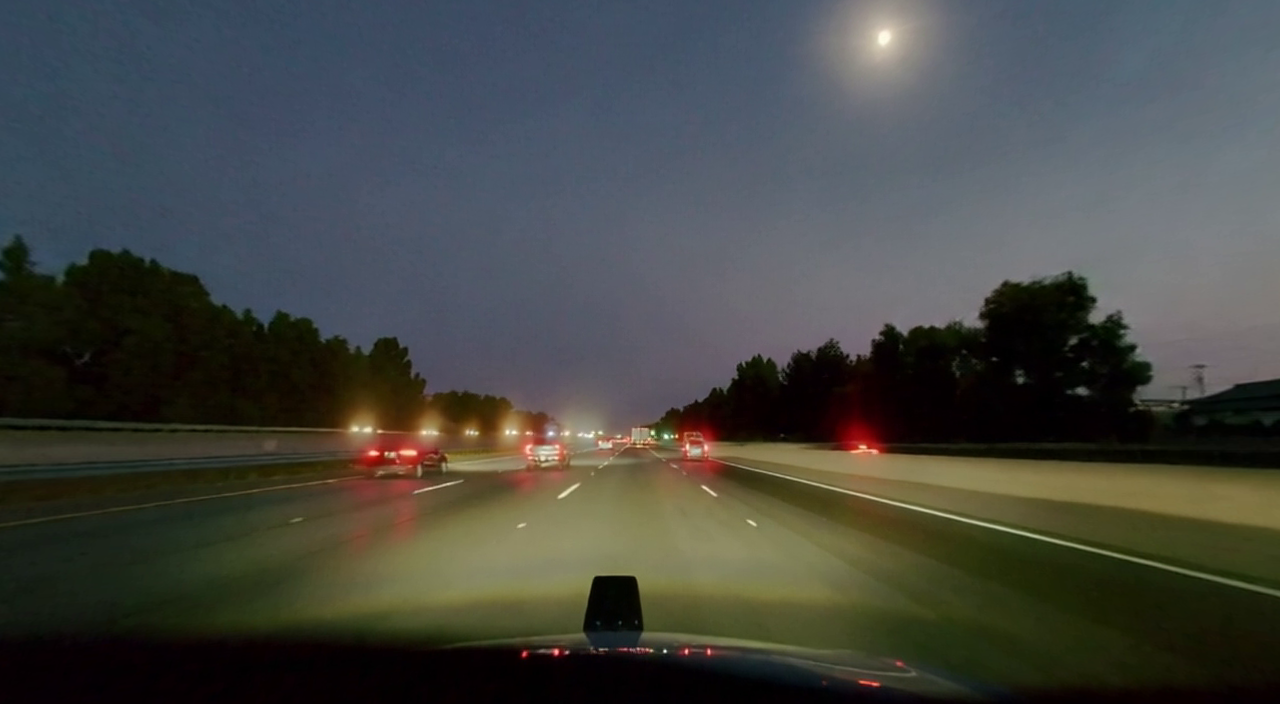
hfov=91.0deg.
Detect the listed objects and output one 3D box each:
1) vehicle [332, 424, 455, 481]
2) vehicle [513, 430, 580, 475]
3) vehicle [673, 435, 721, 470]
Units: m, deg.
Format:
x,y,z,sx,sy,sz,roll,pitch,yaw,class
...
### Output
x,y,z,sx,sy,sz,roll,pitch,yaw,class
-8.187,3.413,21.500,2.237,1.703,4.681,0,-9,1,vehicle
-3.678,4.070,25.607,2.002,1.680,4.301,0,-9,1,vehicle
2.949,5.334,33.516,2.053,1.698,4.097,0,-9,-1,vehicle
